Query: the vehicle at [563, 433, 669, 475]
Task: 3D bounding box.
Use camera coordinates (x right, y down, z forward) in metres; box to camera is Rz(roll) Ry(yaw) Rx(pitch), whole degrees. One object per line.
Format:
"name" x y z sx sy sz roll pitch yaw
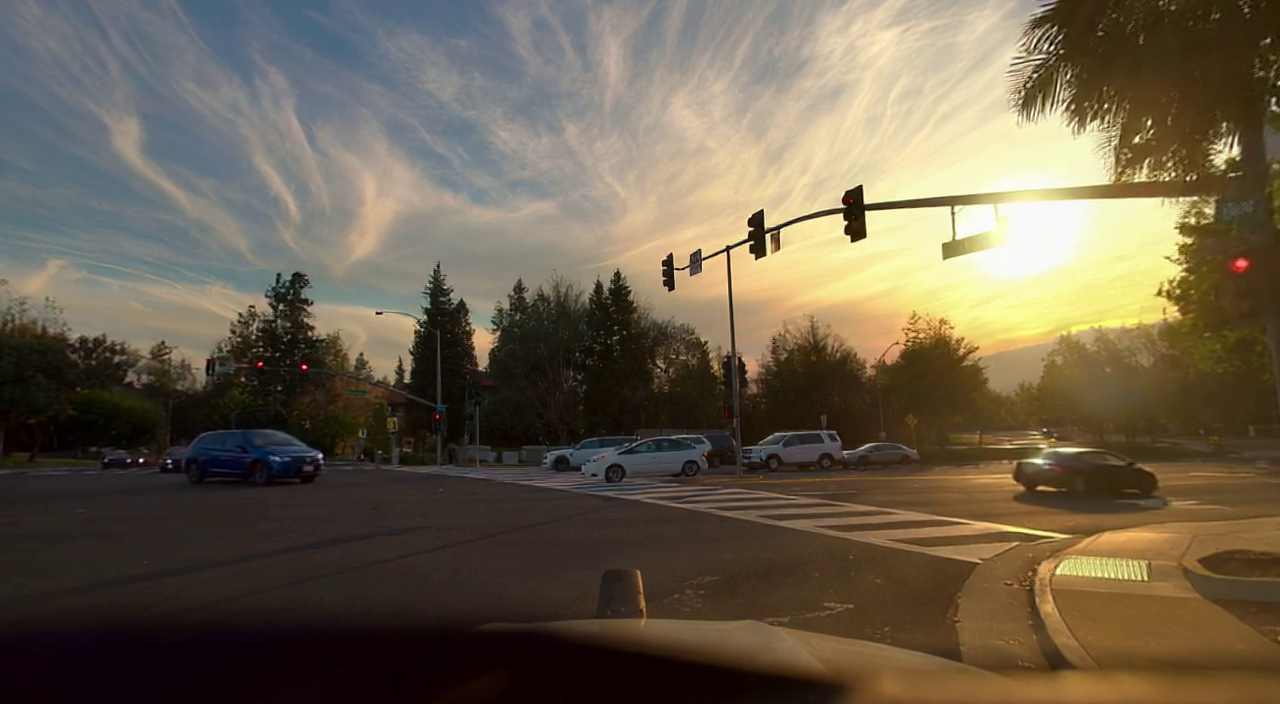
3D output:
"vehicle" -1.073 4.576 28.502 4.360 1.749 1.895 4 -10 -28

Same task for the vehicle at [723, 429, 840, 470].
"vehicle" 7.311 5.064 32.539 5.791 1.964 2.199 5 -10 -26

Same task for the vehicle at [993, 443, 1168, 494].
"vehicle" 13.726 3.564 19.683 4.686 1.425 2.018 3 -9 -19

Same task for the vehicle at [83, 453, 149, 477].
"vehicle" -34.916 7.480 41.960 4.589 1.462 1.953 -5 -10 32

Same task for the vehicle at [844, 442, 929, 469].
"vehicle" 13.853 5.792 35.423 4.457 1.429 1.862 4 -9 -26

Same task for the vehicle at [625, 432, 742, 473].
"vehicle" 1.804 4.147 26.149 4.483 1.589 1.852 4 -9 -25

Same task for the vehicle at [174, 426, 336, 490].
"vehicle" -12.531 3.377 20.421 5.332 1.807 2.450 -6 -10 35
